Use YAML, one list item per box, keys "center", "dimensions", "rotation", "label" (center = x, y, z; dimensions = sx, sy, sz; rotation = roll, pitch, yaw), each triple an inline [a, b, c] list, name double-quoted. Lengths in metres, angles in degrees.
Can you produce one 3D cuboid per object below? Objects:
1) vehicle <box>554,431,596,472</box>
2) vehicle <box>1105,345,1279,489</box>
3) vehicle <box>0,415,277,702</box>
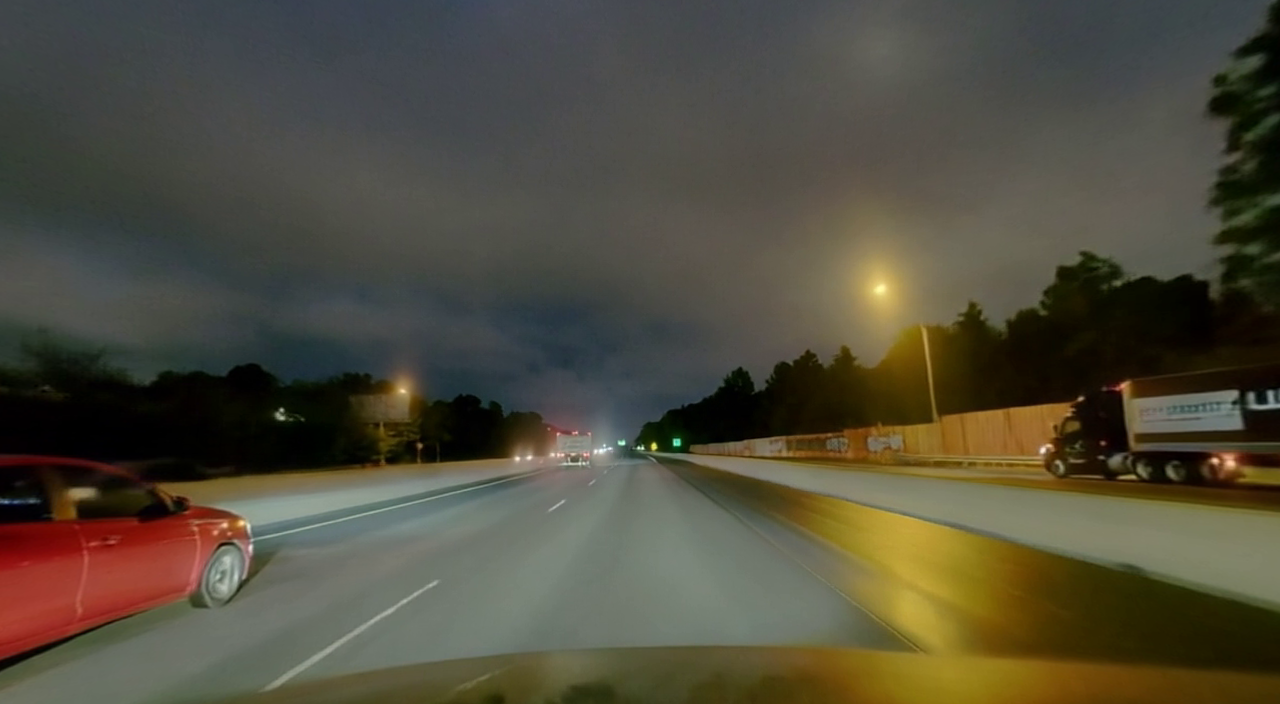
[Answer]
- center: [-4.255, 6.645, 42.232]
  dimensions: [2.305, 2.517, 5.486]
  rotation: [0, -9, 0]
  label: "vehicle"
- center: [20.007, 1.699, 17.151]
  dimensions: [2.782, 4.082, 12.925]
  rotation: [1, -9, -12]
  label: "vehicle"
- center: [-4.348, 1.107, 3.450]
  dimensions: [2.024, 1.476, 4.466]
  rotation: [-1, -9, 1]
  label: "vehicle"
